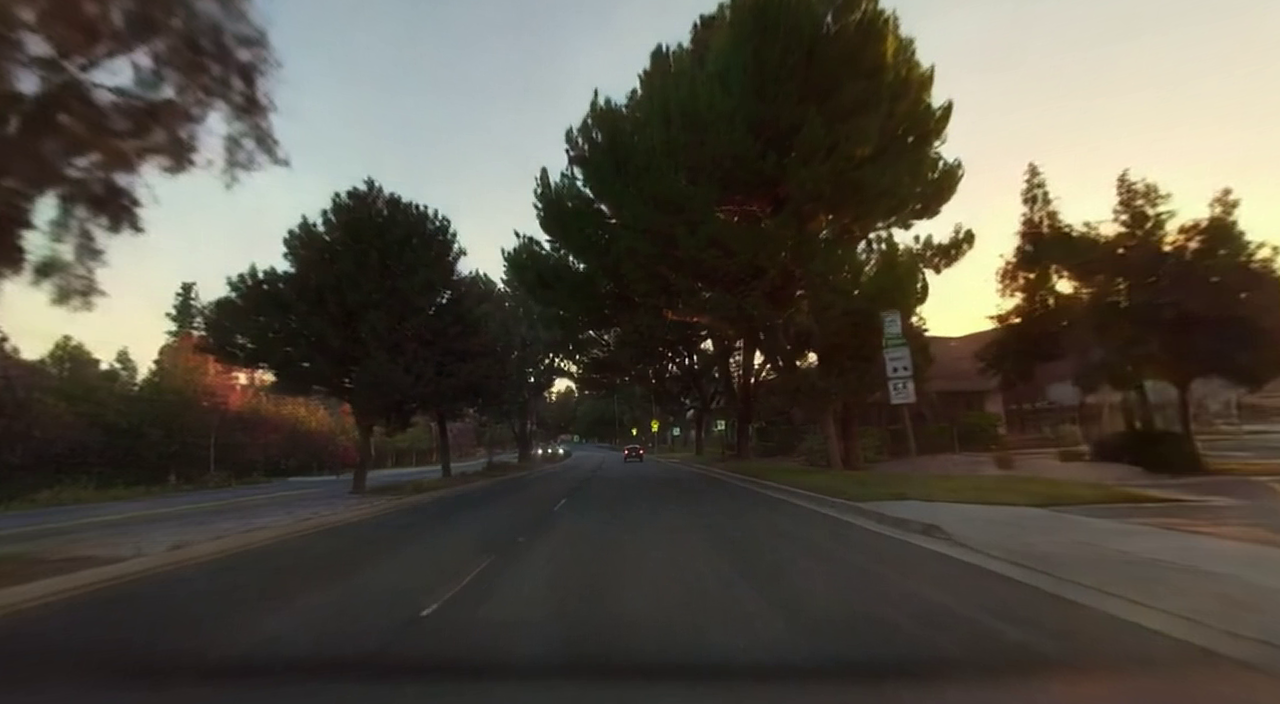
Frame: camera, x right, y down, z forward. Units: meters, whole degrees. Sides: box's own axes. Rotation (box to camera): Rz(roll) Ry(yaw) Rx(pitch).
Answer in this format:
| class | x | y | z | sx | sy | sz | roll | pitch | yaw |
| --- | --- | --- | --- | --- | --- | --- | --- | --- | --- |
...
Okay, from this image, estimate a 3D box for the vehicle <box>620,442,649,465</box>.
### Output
| class | x | y | z | sx | sy | sz | roll | pitch | yaw |
| --- | --- | --- | --- | --- | --- | --- | --- | --- | --- |
| vehicle | -0.459 | 7.473 | 46.769 | 2.045 | 1.613 | 4.210 | 0 | -8 | -1 |
